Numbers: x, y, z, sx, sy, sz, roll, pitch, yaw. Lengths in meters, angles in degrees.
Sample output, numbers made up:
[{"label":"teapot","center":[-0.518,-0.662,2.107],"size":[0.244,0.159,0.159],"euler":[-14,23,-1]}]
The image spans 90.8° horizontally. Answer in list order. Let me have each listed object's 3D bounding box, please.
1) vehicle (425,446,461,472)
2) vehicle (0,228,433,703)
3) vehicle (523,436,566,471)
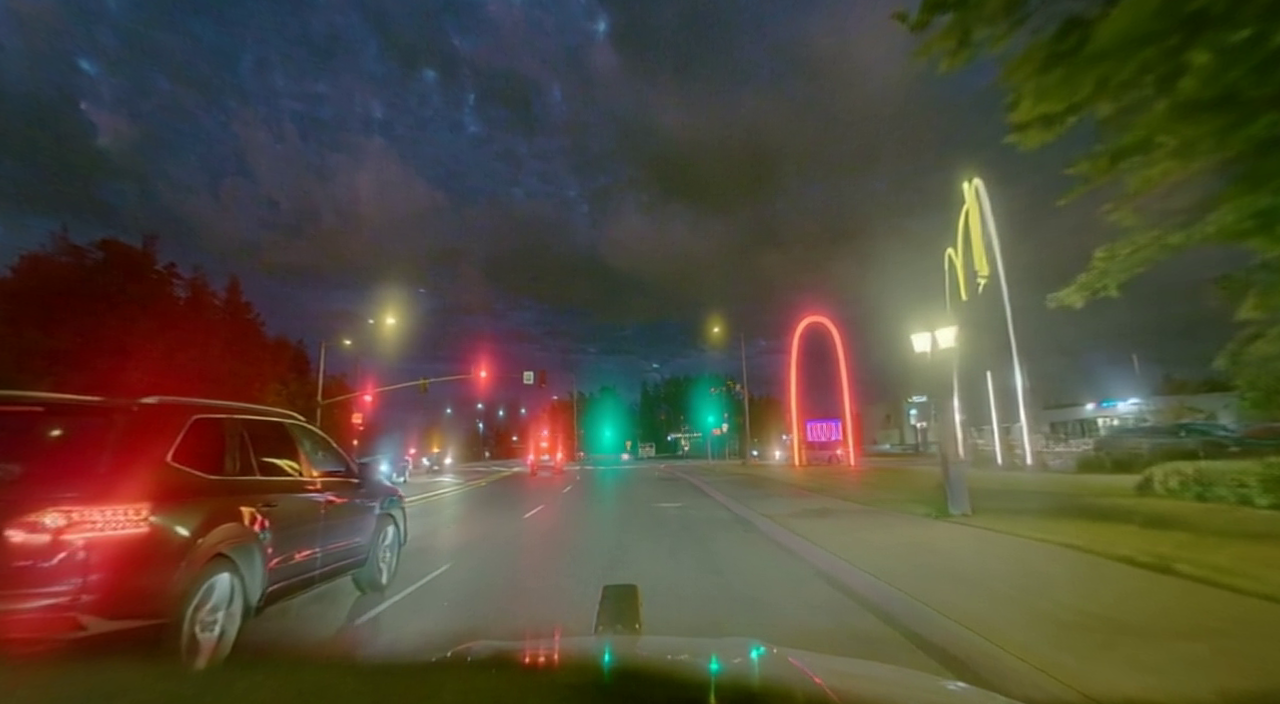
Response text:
[{"label":"vehicle","center":[-13.102,7.110,42.254],"size":[1.925,1.631,4.250],"euler":[2,-9,-12]},{"label":"vehicle","center":[-3.357,0.761,3.437],"size":[2.509,1.885,5.831],"euler":[0,-9,0]},{"label":"vehicle","center":[-5.302,5.689,35.646],"size":[2.134,1.799,5.082],"euler":[1,-9,-6]}]
